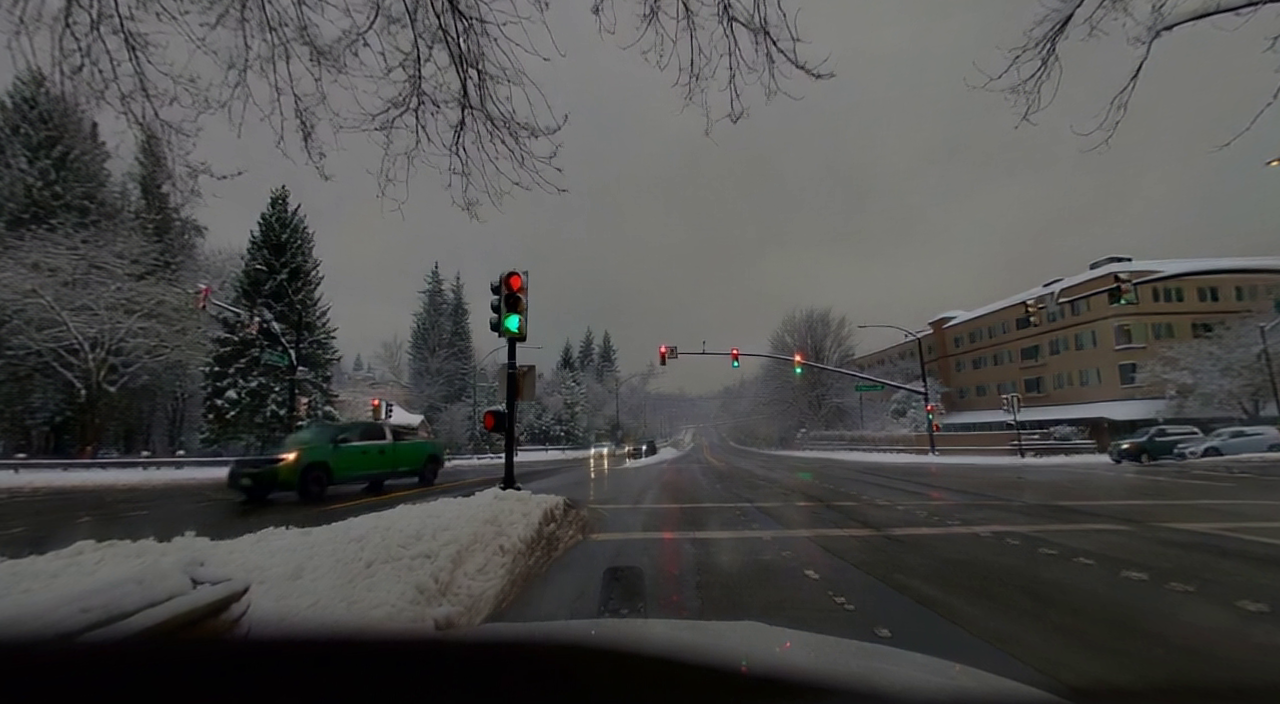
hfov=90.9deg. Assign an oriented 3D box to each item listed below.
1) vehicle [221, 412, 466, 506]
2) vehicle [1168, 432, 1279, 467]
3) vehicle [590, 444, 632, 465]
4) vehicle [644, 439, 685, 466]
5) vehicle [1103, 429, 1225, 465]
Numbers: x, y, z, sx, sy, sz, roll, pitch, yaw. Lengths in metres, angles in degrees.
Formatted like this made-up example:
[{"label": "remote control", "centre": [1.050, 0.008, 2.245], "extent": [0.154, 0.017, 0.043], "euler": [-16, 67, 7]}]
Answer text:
[{"label": "vehicle", "centre": [-8.384, 3.221, 19.698], "extent": [2.775, 2.246, 9.043], "euler": [-1, -8, 4]}, {"label": "vehicle", "centre": [26.285, 4.284, 27.827], "extent": [4.644, 1.470, 1.922], "euler": [1, -8, -10]}, {"label": "vehicle", "centre": [-2.035, 7.360, 45.490], "extent": [2.076, 1.476, 3.873], "euler": [-2, -8, 12]}, {"label": "vehicle", "centre": [1.746, 6.835, 43.176], "extent": [2.197, 1.739, 4.177], "euler": [-2, -8, 10]}, {"label": "vehicle", "centre": [25.935, 4.698, 31.285], "extent": [4.441, 1.674, 2.035], "euler": [1, -8, -8]}]
